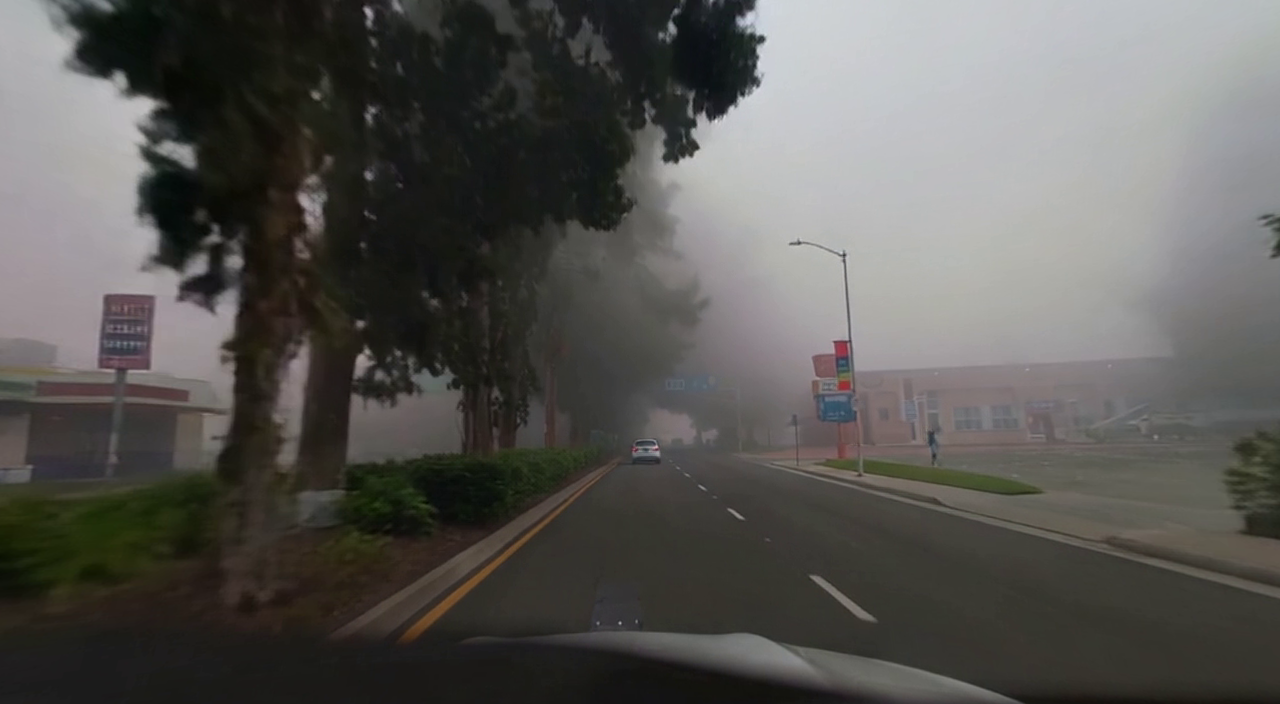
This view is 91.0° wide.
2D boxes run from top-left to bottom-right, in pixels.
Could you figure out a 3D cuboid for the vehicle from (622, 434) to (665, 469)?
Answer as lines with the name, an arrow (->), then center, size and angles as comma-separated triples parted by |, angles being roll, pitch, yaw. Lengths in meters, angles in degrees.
vehicle -> 0.262, 5.579, 35.492 | 2.235, 1.719, 4.292 | 2, -8, 2
